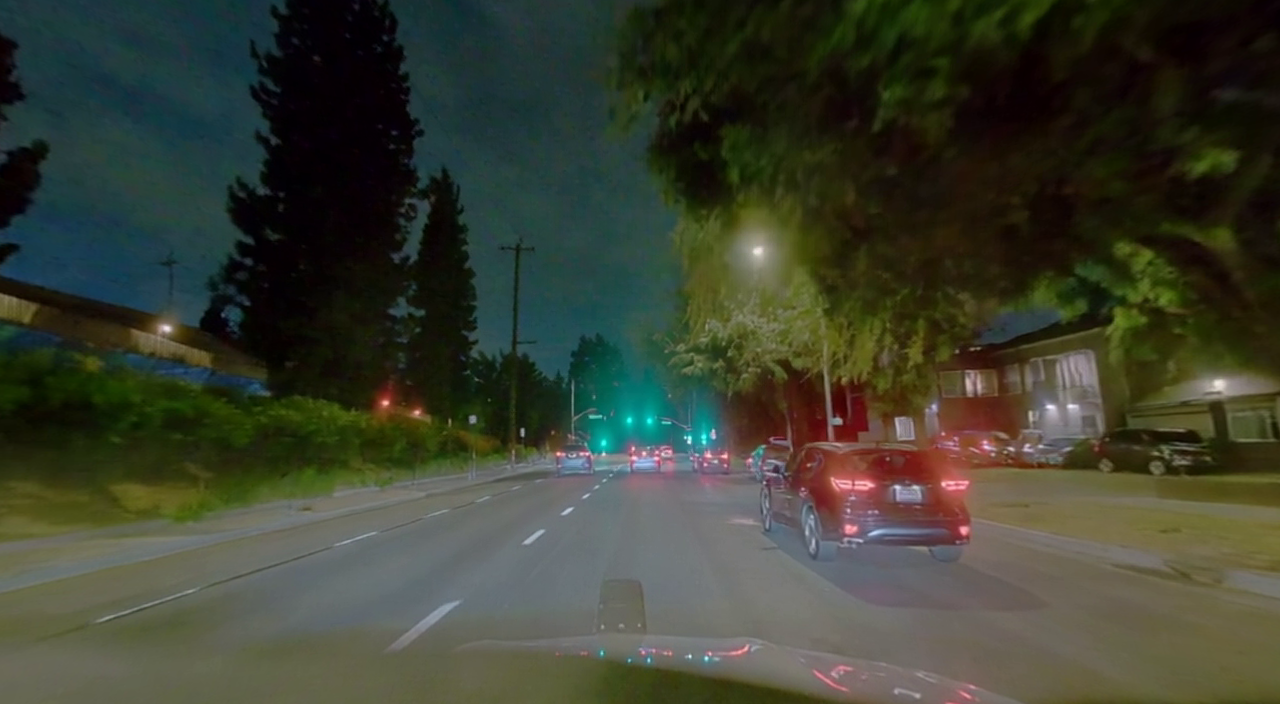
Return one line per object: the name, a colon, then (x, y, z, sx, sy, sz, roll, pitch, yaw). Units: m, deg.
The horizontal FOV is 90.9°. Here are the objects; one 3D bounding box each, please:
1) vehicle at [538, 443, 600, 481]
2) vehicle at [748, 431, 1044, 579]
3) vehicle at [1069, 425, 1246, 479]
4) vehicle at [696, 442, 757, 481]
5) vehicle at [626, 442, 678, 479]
vehicle: (-2.923, 4.650, 26.989, 2.012, 1.505, 4.205, 0, -8, 2)
vehicle: (2.993, 1.885, 8.691, 2.158, 1.483, 4.415, 0, -8, -1)
vehicle: (20.874, 4.090, 25.955, 2.177, 1.947, 5.935, 0, -8, 0)
vehicle: (3.565, 4.571, 26.574, 1.943, 1.484, 4.030, 0, -8, -1)
vehicle: (0.473, 4.700, 27.675, 2.101, 1.467, 4.210, 0, -8, 0)
